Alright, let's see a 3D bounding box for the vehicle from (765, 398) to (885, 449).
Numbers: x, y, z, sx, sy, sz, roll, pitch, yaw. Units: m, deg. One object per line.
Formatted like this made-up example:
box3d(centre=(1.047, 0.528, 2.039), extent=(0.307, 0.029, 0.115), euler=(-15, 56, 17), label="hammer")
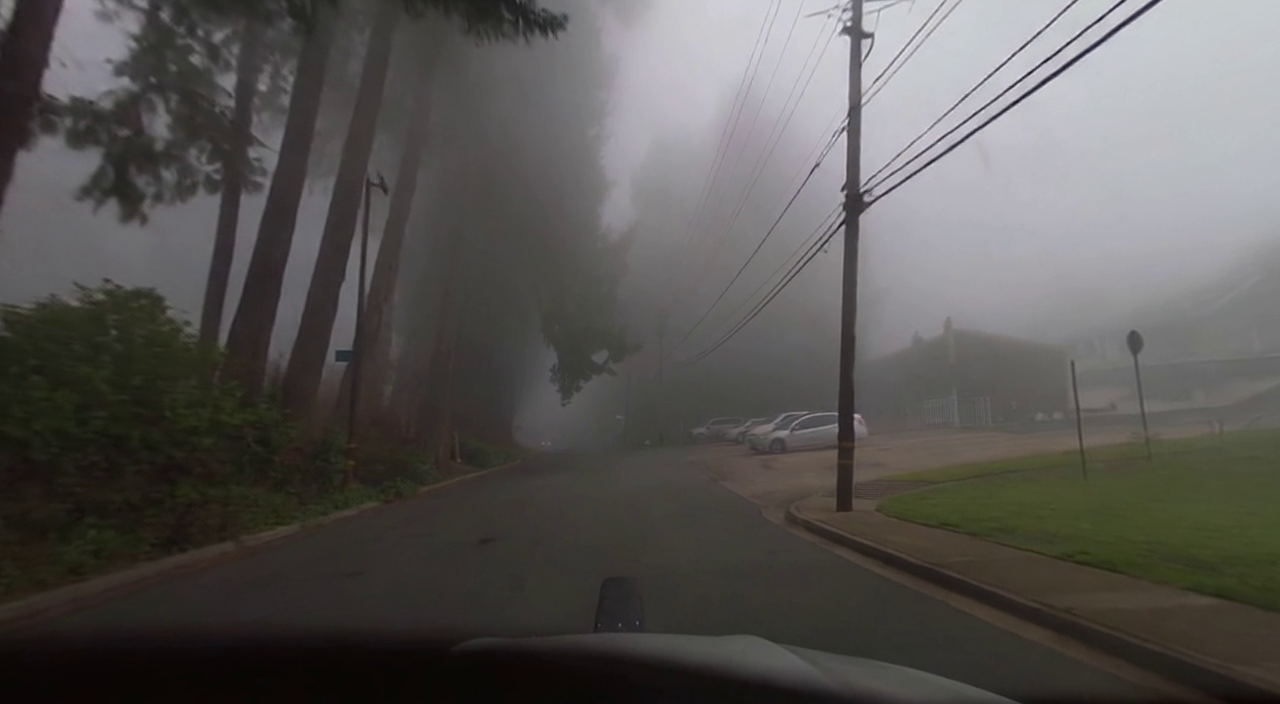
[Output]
box3d(centre=(7.876, 3.105, 26.898), extent=(4.780, 1.984, 1.896), euler=(4, -9, -24), label="vehicle")
